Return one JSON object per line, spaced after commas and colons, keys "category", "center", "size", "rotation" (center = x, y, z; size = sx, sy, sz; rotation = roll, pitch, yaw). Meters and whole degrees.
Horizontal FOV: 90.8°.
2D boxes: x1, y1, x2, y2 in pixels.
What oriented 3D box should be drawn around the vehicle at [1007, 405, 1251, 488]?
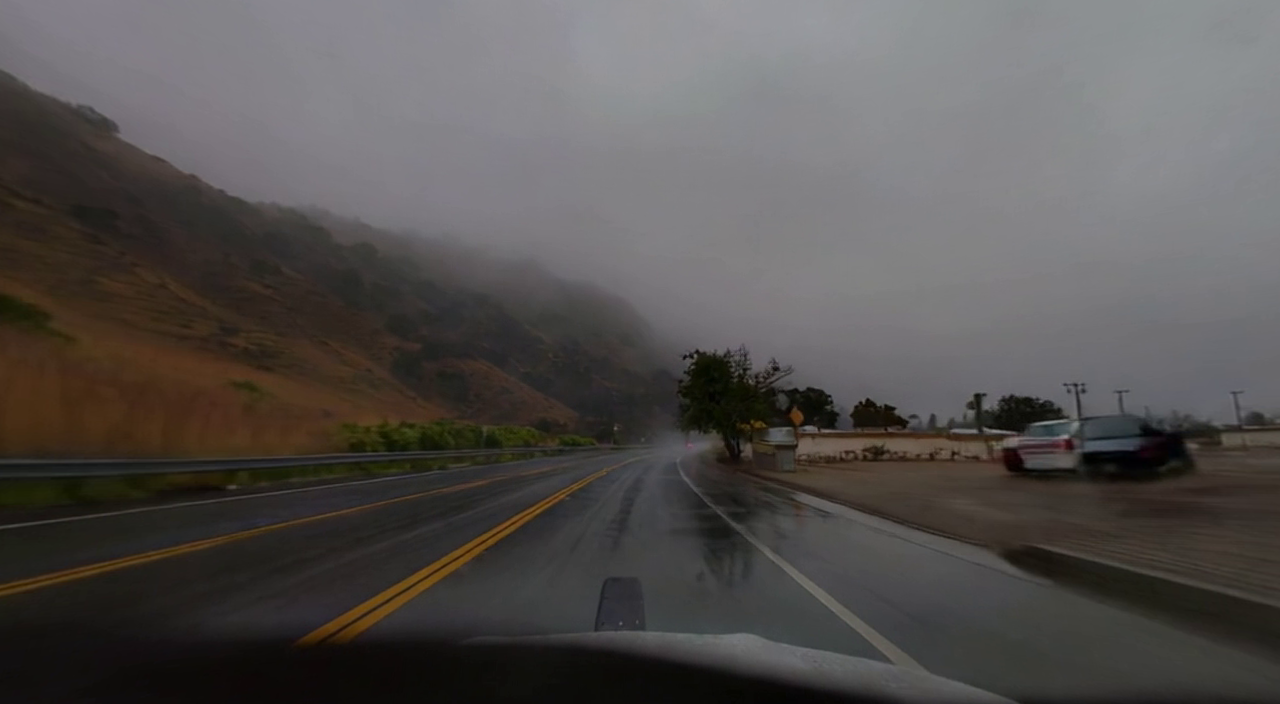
{"category": "vehicle", "center": [13.151, 2.707, 17.613], "size": [2.352, 1.872, 5.103], "rotation": [-2, -10, -5]}
